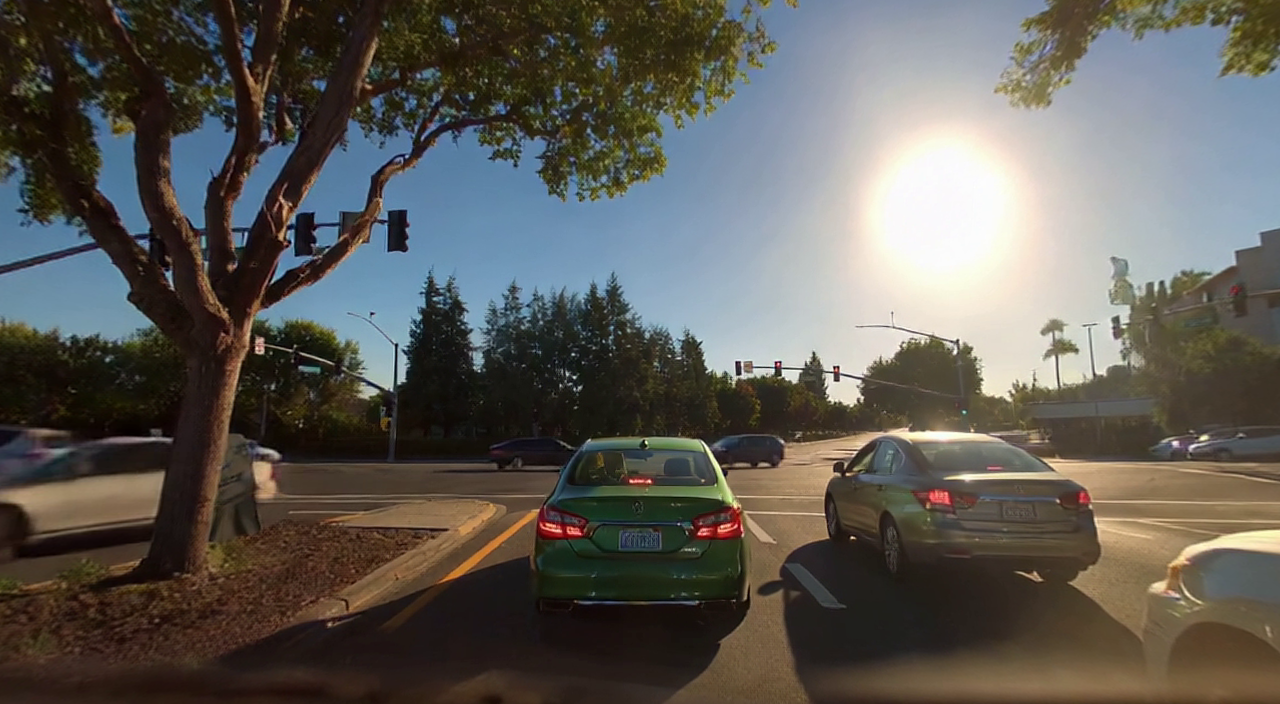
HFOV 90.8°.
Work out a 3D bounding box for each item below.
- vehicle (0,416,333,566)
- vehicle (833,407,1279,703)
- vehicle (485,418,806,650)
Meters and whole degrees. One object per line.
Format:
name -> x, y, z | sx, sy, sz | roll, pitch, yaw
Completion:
vehicle -> -6.726, 1.670, 8.213 | 2.047, 1.473, 4.673 | -3, -9, 22
vehicle -> 3.098, 1.300, 4.859 | 1.861, 1.479, 4.371 | 0, -9, 0
vehicle -> 0.030, 1.467, 6.150 | 2.026, 1.458, 4.175 | 0, -9, 0
